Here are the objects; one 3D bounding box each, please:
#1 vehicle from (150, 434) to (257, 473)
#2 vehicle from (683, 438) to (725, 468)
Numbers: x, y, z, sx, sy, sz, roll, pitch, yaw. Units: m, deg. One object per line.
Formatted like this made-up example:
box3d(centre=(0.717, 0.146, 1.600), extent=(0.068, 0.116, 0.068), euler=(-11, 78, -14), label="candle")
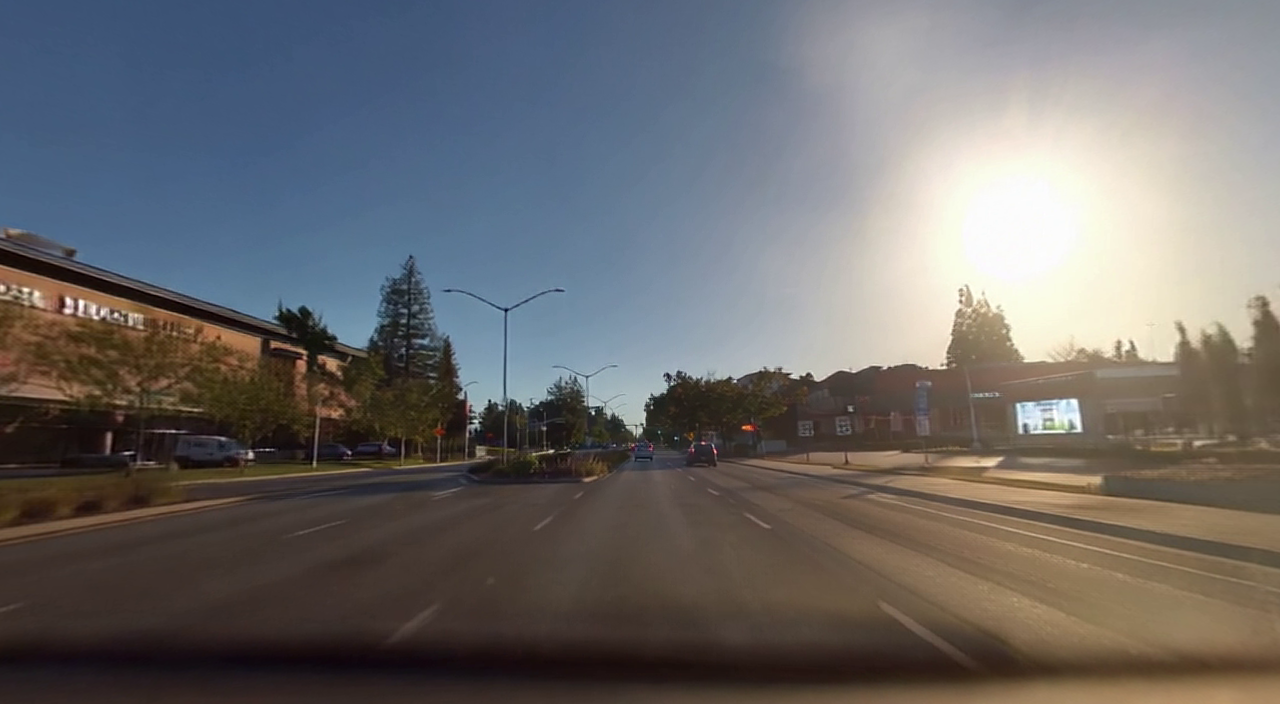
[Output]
box3d(centre=(-32.605, 7.577, 47.201), extent=(6.090, 2.737, 2.475), euler=(-1, -8, 1), label="vehicle")
box3d(centre=(3.823, 6.100, 38.212), extent=(2.007, 1.683, 4.171), euler=(0, -8, -1), label="vehicle")
